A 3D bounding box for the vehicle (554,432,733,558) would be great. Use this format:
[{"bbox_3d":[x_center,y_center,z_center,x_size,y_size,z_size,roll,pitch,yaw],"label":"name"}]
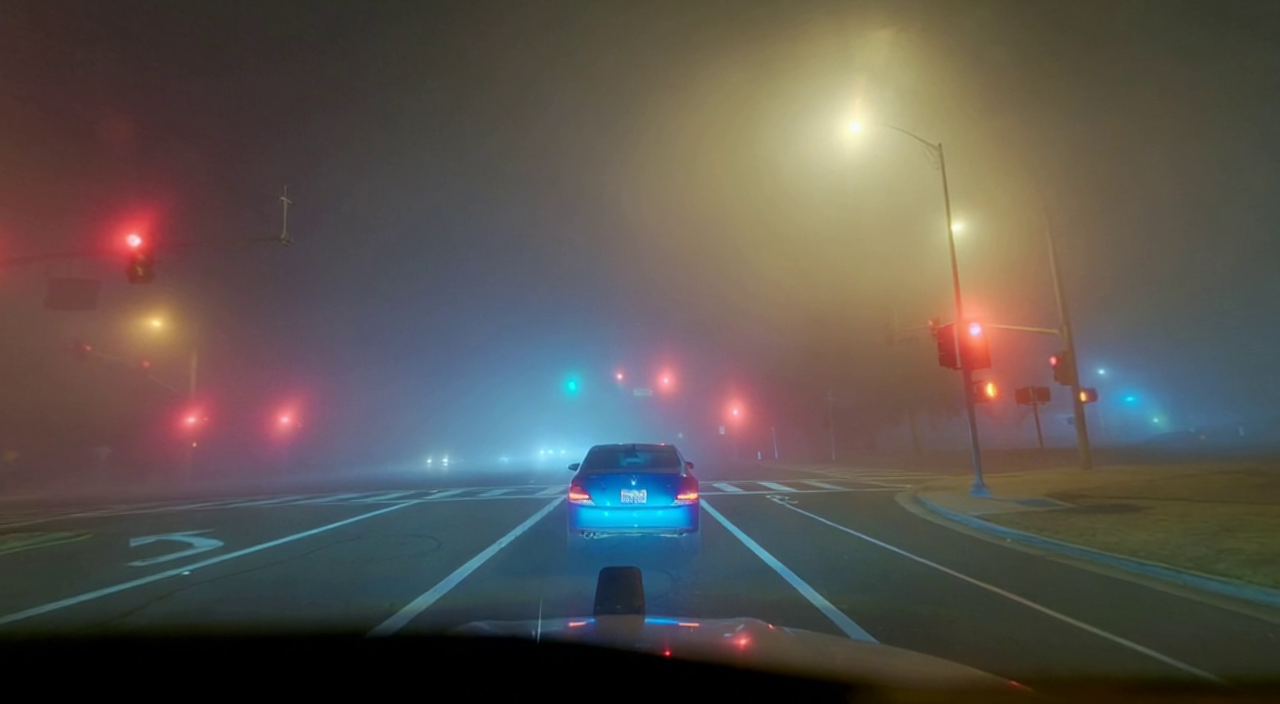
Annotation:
[{"bbox_3d":[0.016,1.993,9.516,2.107,1.470,3.974,0,-9,-1],"label":"vehicle"}]
